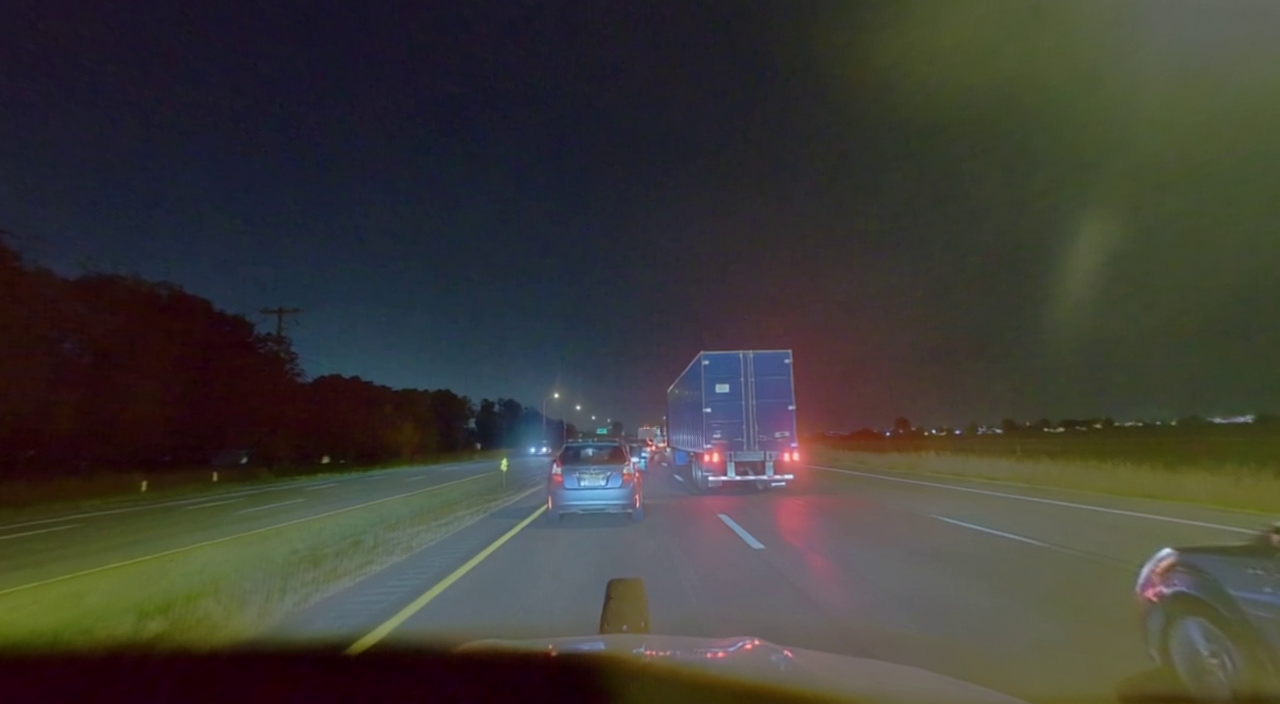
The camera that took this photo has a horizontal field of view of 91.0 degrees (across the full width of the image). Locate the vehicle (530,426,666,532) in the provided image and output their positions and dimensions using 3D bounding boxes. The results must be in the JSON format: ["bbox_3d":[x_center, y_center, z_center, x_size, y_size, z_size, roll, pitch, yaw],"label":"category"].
[{"bbox_3d":[-0.653,2.177,11.393,2.009,1.554,4.013,0,-8,-1],"label":"vehicle"}]

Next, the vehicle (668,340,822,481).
[{"bbox_3d":[3.533,2.927,27.520,3.591,4.290,16.696,0,-8,-1],"label":"vehicle"}]

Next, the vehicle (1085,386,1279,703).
[{"bbox_3d":[3.580,0.710,1.253,1.960,1.515,4.713,0,-8,1],"label":"vehicle"}]
